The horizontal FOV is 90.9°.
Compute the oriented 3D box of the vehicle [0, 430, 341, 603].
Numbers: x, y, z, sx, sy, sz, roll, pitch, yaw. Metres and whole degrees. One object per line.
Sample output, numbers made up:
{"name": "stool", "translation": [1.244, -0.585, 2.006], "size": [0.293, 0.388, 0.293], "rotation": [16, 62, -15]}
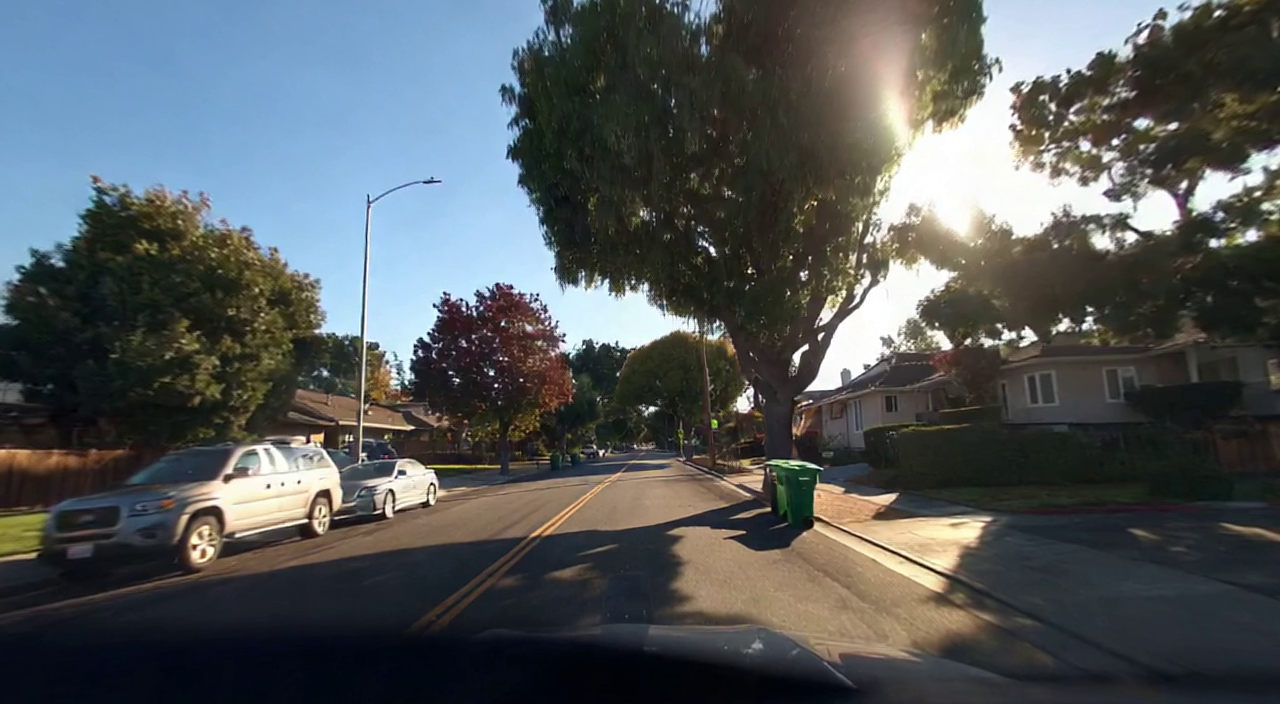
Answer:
{"name": "vehicle", "translation": [-6.553, 2.145, 9.351], "size": [1.890, 1.723, 4.539], "rotation": [-6, -7, 1]}

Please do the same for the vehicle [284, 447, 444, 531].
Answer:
{"name": "vehicle", "translation": [-6.380, 3.153, 15.157], "size": [1.880, 1.458, 4.292], "rotation": [-4, -7, 1]}
